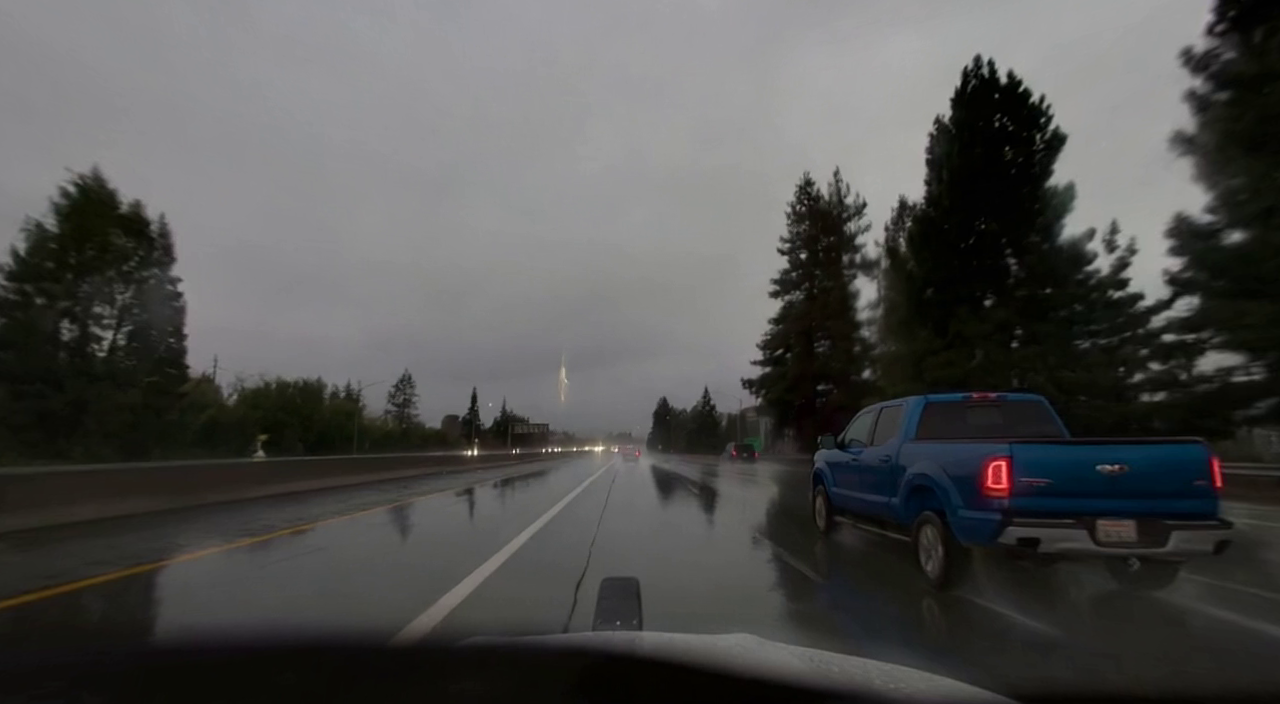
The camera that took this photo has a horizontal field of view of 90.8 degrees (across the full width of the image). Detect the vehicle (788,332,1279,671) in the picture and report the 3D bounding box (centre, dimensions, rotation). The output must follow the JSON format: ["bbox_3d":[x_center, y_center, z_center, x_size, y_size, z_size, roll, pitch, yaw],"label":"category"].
[{"bbox_3d":[3.285,1.207,6.141,2.462,1.984,4.718,0,-8,-1],"label":"vehicle"}]

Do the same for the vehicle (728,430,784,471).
[{"bbox_3d":[6.815,5.872,37.837,2.158,2.268,5.396,0,-9,-1],"label":"vehicle"}]
